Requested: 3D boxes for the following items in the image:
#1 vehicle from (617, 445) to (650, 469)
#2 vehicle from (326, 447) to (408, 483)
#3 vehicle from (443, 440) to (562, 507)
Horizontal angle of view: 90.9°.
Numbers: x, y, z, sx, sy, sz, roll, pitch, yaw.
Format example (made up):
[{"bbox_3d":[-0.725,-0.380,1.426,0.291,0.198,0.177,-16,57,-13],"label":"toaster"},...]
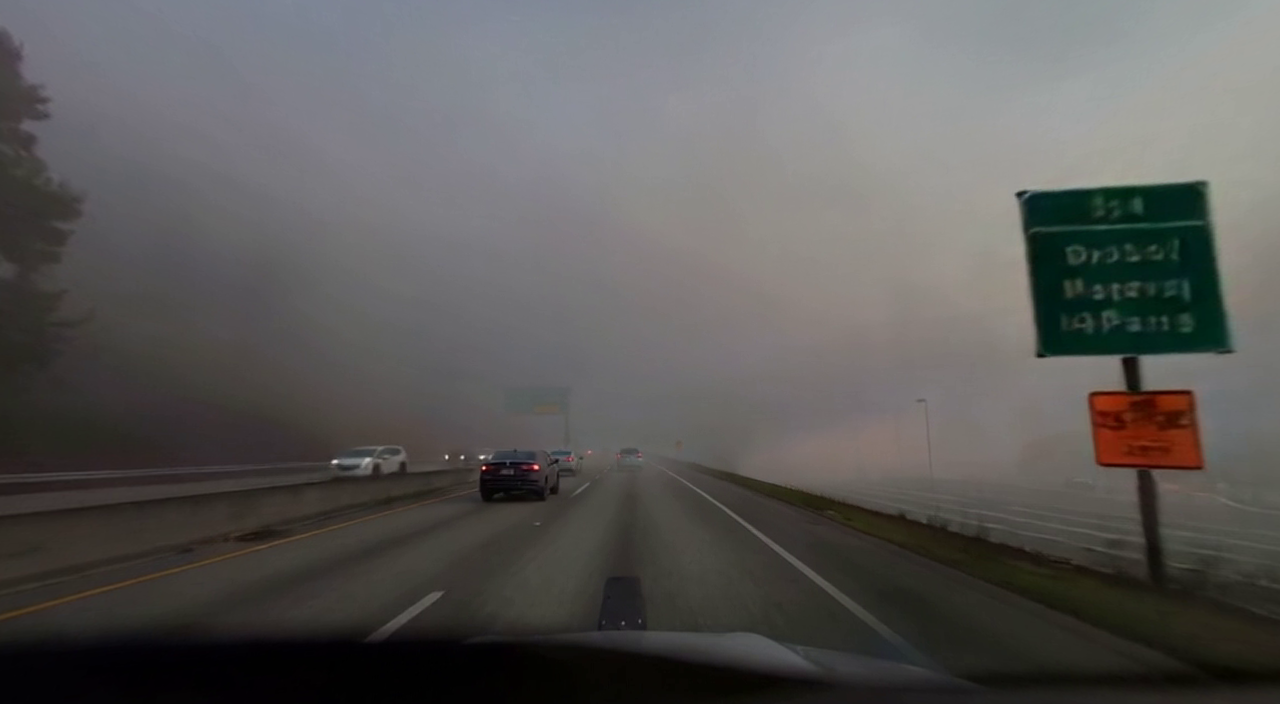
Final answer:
[{"bbox_3d":[-0.433,7.033,42.574,2.100,1.471,3.956,0,-8,-1],"label":"vehicle"},{"bbox_3d":[-13.862,5.732,32.396,2.150,1.649,4.582,0,-8,0],"label":"vehicle"},{"bbox_3d":[-3.430,3.109,16.722,2.067,1.509,4.551,0,-8,1],"label":"vehicle"}]
